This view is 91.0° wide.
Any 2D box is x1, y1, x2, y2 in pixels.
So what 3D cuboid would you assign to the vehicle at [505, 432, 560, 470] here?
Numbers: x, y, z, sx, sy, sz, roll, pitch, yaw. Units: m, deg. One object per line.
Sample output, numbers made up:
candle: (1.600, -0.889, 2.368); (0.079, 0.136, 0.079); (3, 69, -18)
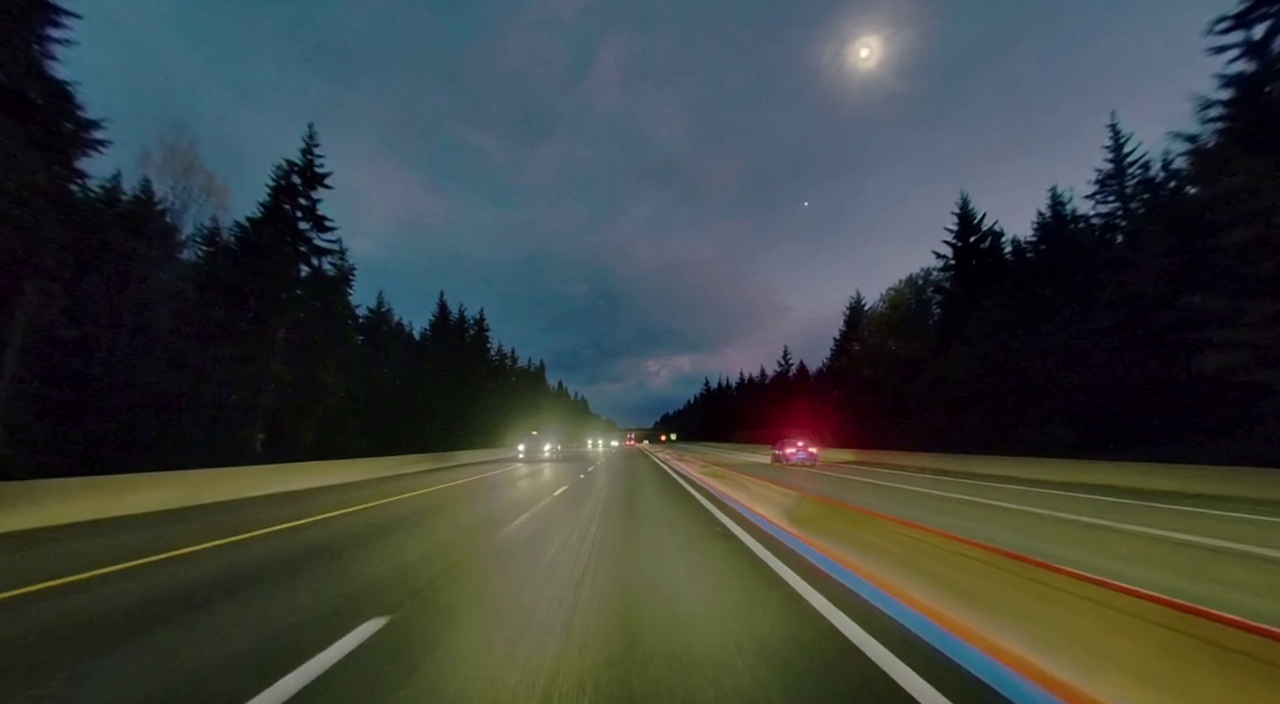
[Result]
vehicle: (-5.295, 4.942, 31.618); (2.067, 1.721, 4.529); (0, -8, -1)
